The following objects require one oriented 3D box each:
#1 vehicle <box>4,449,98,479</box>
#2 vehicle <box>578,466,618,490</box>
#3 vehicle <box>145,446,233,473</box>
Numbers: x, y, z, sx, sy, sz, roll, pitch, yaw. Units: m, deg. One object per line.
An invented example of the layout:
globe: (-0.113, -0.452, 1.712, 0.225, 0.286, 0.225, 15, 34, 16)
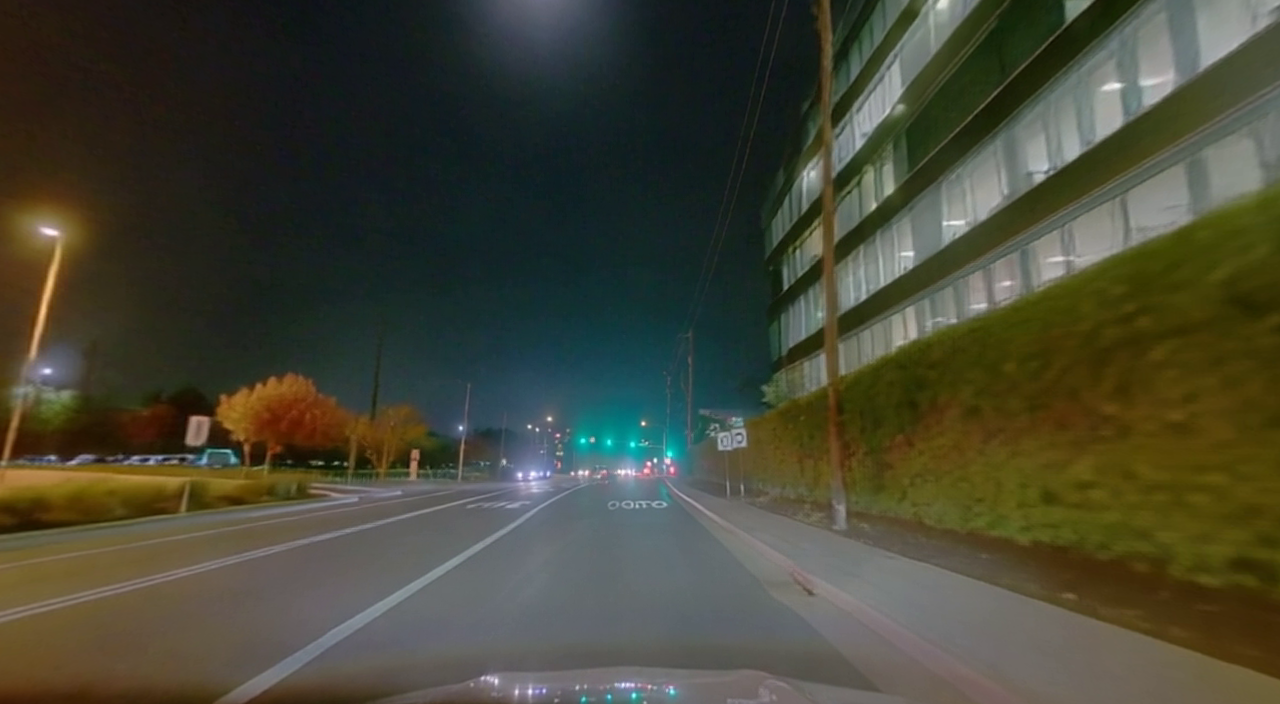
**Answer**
vehicle: (-31.028, 5.896, 33.092, 3.795, 1.474, 1.828, -3, -11, 18)
vehicle: (-3.052, 9.312, 46.621, 2.067, 1.629, 3.858, -2, -11, 11)
vehicle: (-35.612, 8.561, 49.834, 2.033, 1.959, 5.294, -3, -11, 19)
